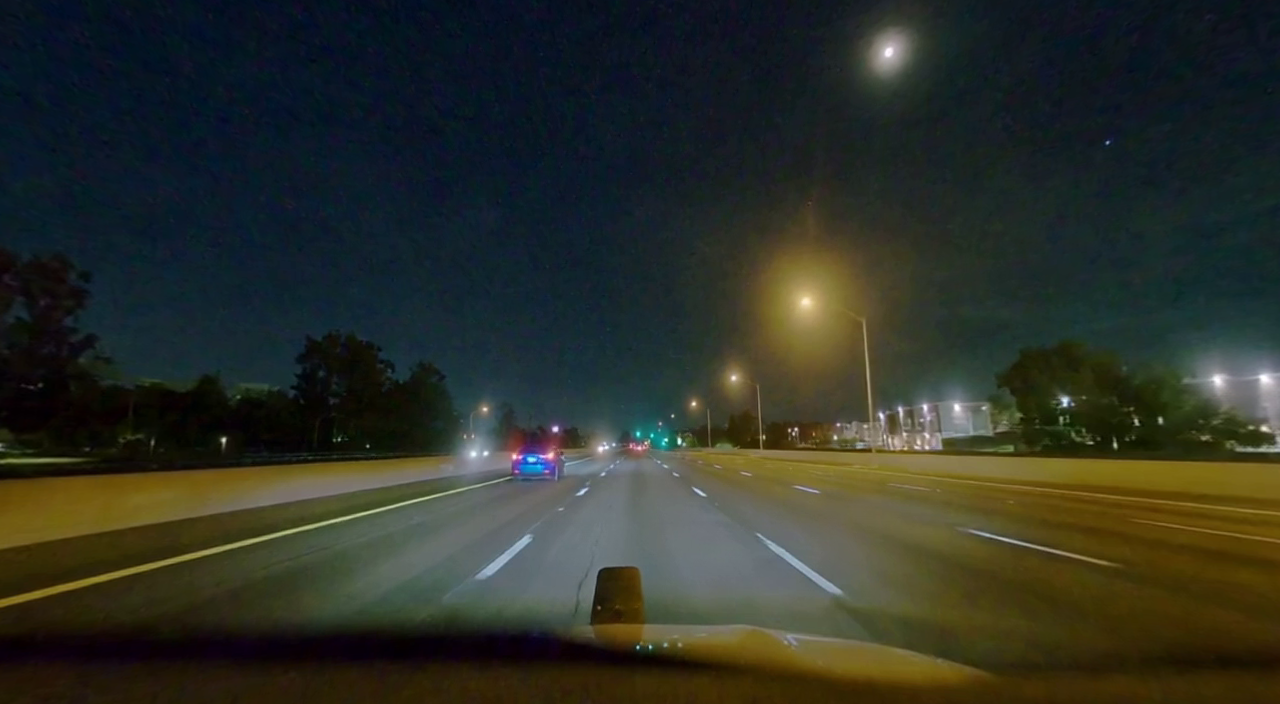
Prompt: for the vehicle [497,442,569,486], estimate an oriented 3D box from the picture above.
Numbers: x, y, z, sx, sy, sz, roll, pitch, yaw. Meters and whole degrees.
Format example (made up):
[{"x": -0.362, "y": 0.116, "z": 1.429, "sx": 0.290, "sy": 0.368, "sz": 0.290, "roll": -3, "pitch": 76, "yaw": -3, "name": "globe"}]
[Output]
[{"x": -3.900, "y": 4.145, "z": 23.753, "sx": 1.900, "sy": 1.492, "sz": 4.495, "roll": 0, "pitch": -9, "yaw": 0, "name": "vehicle"}]
